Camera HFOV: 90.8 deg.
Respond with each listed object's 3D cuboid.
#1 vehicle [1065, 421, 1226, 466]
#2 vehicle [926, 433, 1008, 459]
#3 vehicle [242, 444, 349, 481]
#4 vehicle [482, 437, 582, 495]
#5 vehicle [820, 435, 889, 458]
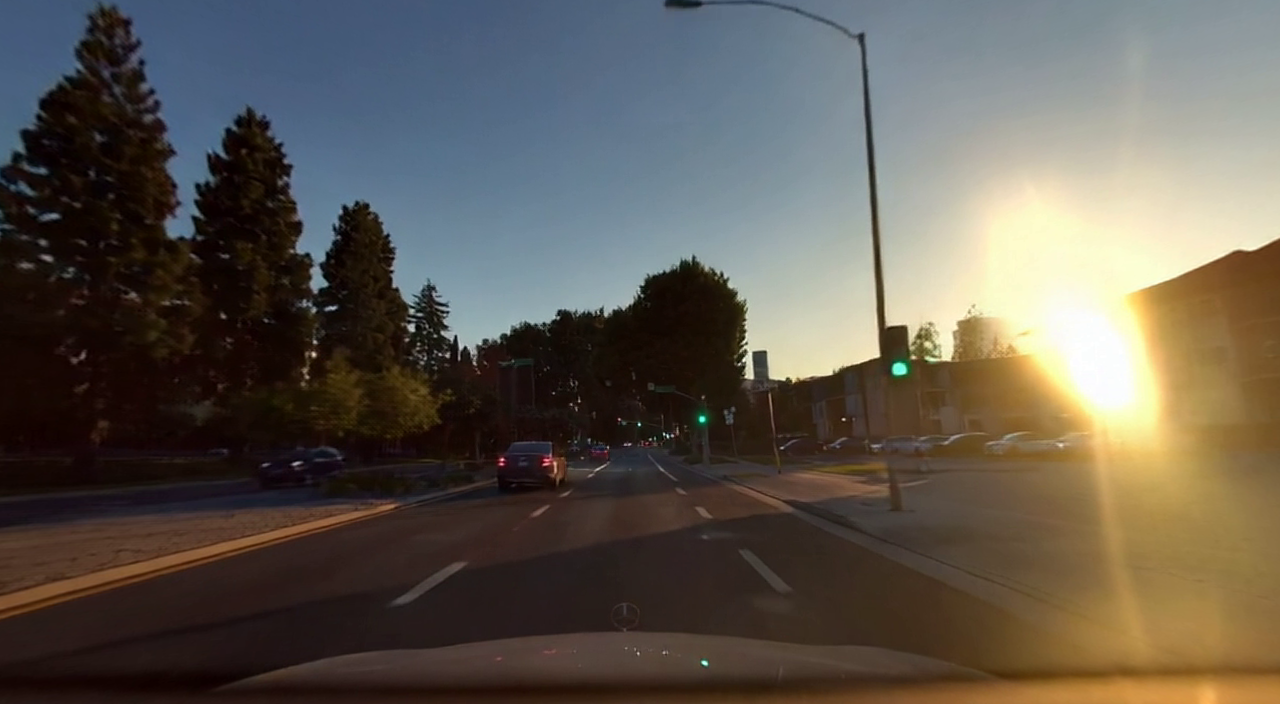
[{"bbox_3d":[19.368,3.562,24.359,4.465,1.587,2.178,0,-11,-7],"label":"vehicle"},{"bbox_3d":[18.208,5.241,35.251,3.731,1.430,1.640,1,-9,-11],"label":"vehicle"},{"bbox_3d":[-14.692,4.716,27.308,2.114,1.429,4.532,0,-8,0],"label":"vehicle"},{"bbox_3d":[-3.058,3.344,19.010,2.011,1.498,4.914,0,-8,2],"label":"vehicle"},{"bbox_3d":[16.590,7.317,48.883,4.564,1.663,2.033,1,-9,-9],"label":"vehicle"}]
